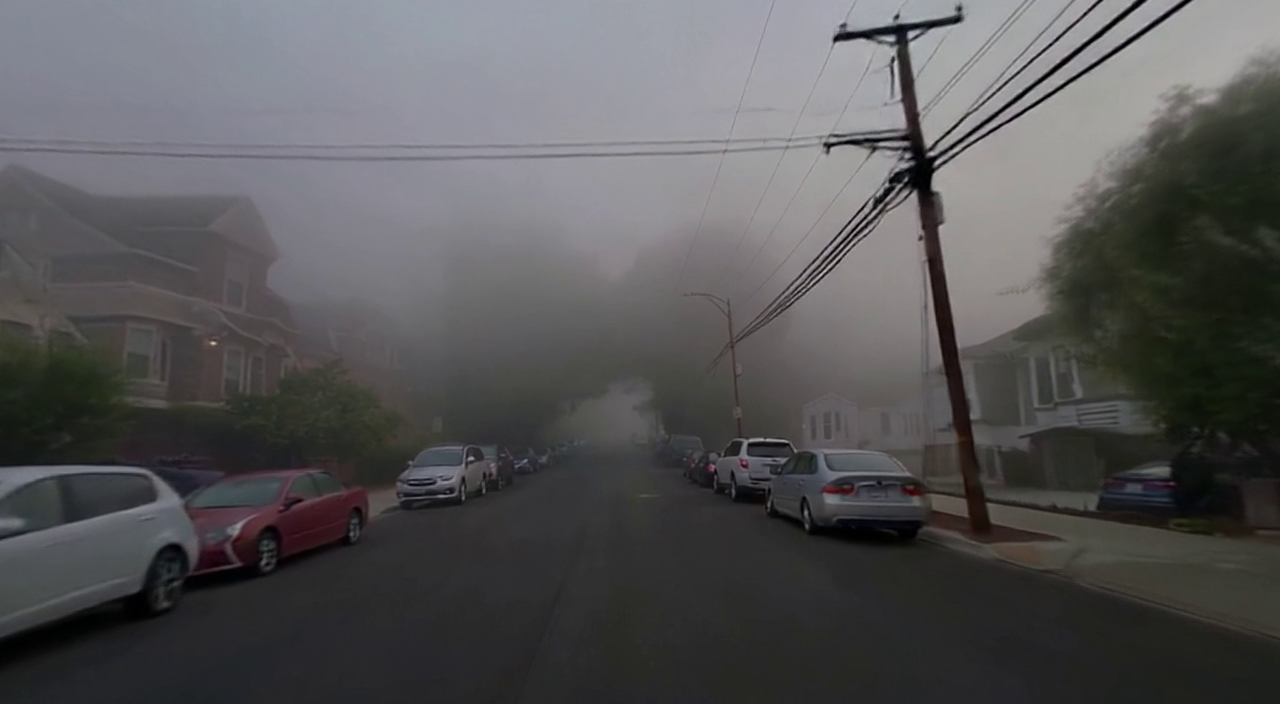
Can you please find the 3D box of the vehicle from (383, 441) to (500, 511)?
[{"bbox_3d":[-6.261,3.935,20.812,2.184,1.958,5.757,0,-8,-2],"label":"vehicle"}]

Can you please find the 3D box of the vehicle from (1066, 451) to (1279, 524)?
[{"bbox_3d":[12.010,2.881,13.682,4.292,1.389,1.771,0,-8,-2],"label":"vehicle"}]

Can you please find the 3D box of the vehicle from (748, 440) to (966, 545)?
[{"bbox_3d":[3.606,2.427,11.732,2.174,1.504,4.809,0,-8,-2],"label":"vehicle"}]

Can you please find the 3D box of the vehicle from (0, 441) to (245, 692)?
[{"bbox_3d":[-5.468,1.578,4.957,2.032,1.716,4.382,0,-8,-3],"label":"vehicle"}]
